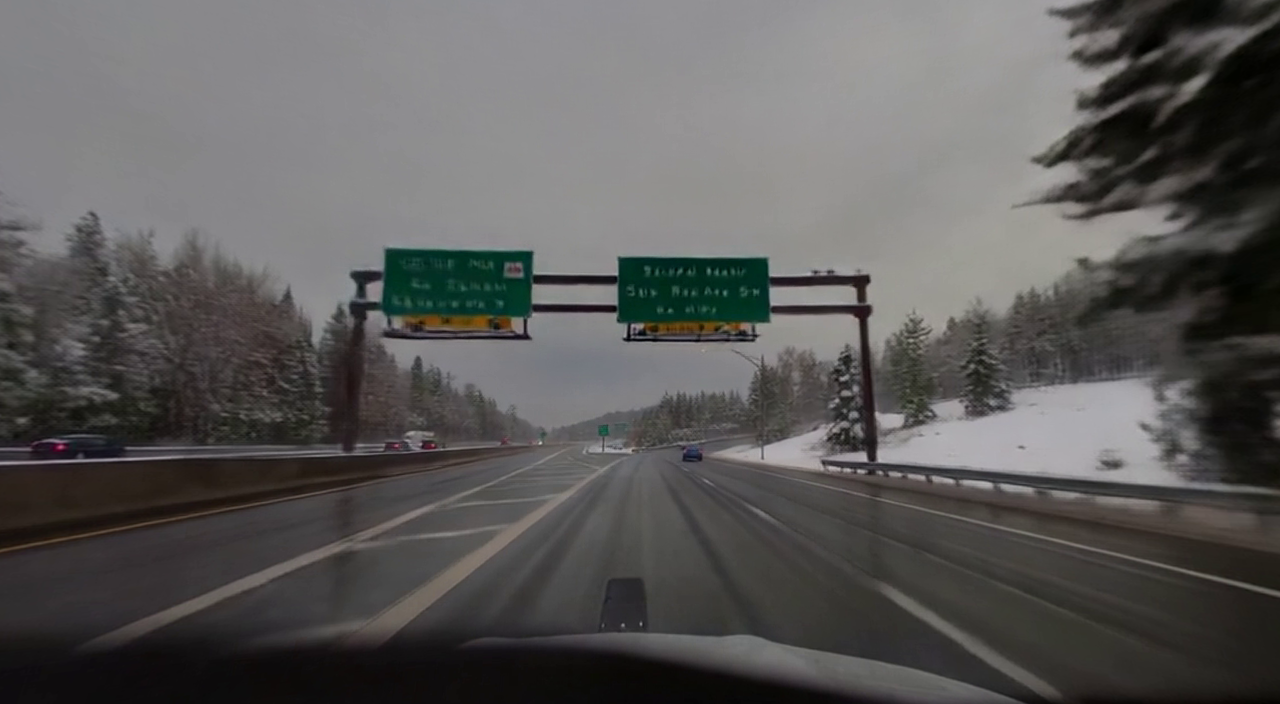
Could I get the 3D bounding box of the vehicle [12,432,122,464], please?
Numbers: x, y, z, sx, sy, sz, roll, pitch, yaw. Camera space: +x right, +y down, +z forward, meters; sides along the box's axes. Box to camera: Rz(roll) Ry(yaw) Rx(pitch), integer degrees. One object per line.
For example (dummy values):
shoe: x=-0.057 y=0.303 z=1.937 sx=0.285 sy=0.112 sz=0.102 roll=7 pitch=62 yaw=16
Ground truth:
vehicle: x=-34.592 y=5.806 z=38.304 sx=2.168 sy=1.824 sz=4.932 roll=1 pitch=-8 yaw=-3
